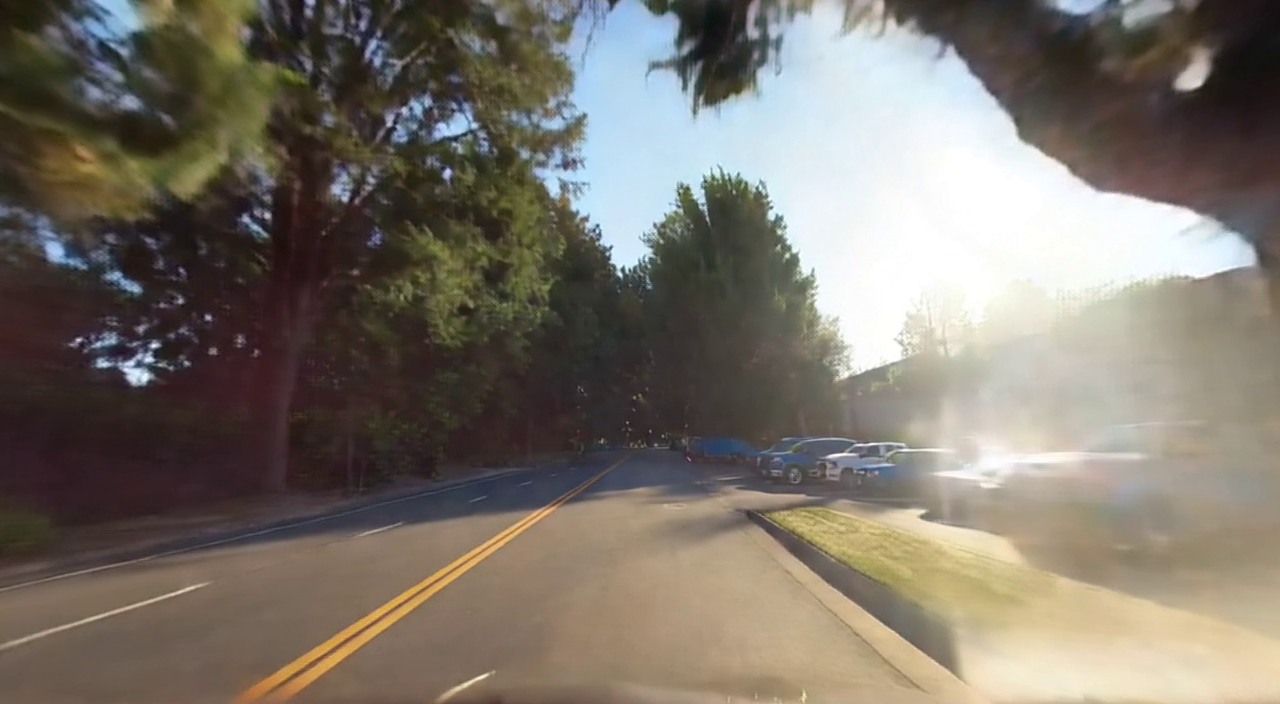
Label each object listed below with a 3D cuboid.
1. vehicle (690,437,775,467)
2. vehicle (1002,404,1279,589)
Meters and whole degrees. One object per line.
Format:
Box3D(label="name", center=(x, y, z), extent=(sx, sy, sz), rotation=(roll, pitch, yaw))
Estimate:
Box3D(label="vehicle", center=(6.663, 7.307, 46.177), extent=(5.797, 2.070, 2.502), rotation=(0, -9, -1))
Box3D(label="vehicle", center=(7.447, 1.705, 8.023), extent=(4.475, 1.903, 2.184), rotation=(2, -3, -3))
